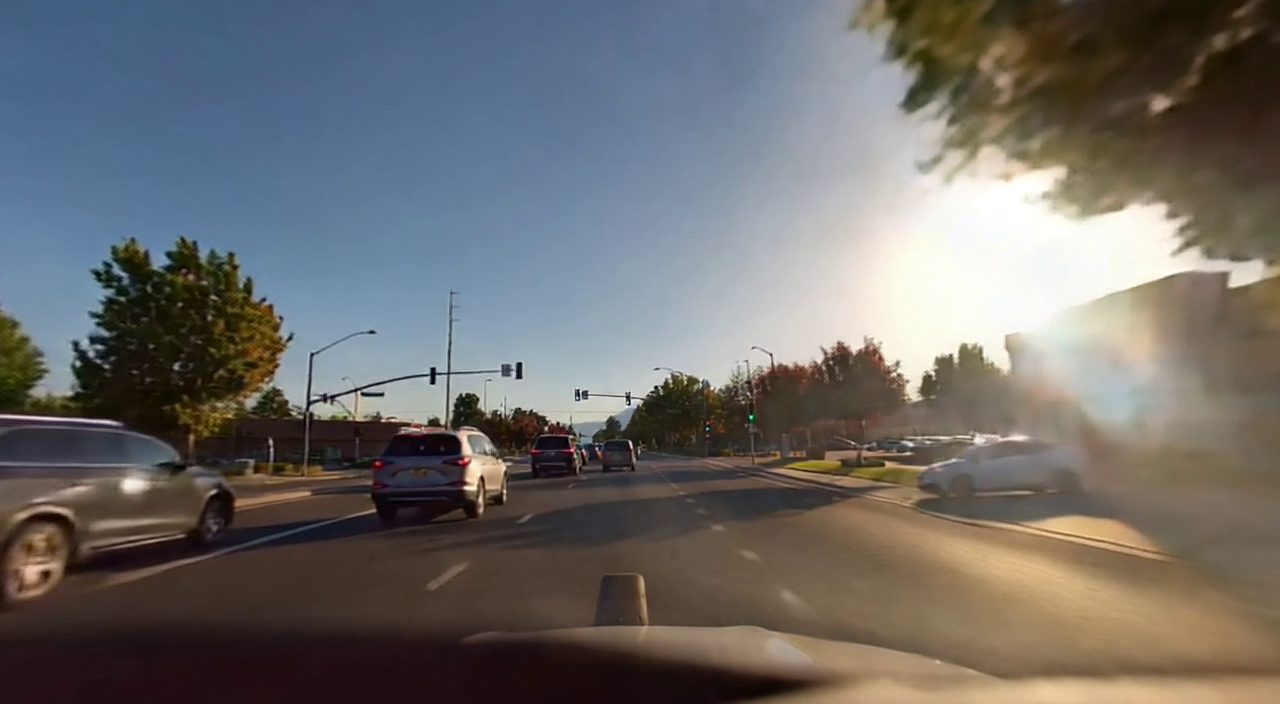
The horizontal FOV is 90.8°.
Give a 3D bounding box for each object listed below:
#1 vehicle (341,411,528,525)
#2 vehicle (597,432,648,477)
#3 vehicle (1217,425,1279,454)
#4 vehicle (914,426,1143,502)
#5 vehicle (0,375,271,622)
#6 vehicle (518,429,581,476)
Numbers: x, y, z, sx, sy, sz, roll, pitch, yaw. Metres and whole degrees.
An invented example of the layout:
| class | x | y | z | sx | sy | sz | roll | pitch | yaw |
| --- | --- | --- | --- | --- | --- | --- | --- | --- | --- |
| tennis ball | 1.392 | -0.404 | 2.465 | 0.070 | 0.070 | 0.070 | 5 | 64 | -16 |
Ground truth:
| class | x | y | z | sx | sy | sz | roll | pitch | yaw |
| --- | --- | --- | --- | --- | --- | --- | --- | --- | --- |
| vehicle | -3.873 | 2.291 | 13.074 | 2.159 | 1.877 | 4.925 | 0 | -8 | 1 |
| vehicle | -0.761 | 4.505 | 27.937 | 2.061 | 1.809 | 4.141 | 0 | -8 | -1 |
| vehicle | 32.346 | 4.408 | 31.923 | 4.438 | 1.423 | 1.897 | 0 | -8 | 0 |
| vehicle | 9.813 | 2.798 | 16.157 | 4.734 | 1.726 | 2.039 | 1 | -8 | -11 |
| vehicle | -5.924 | 1.316 | 6.217 | 2.093 | 1.803 | 4.668 | 0 | -8 | -6 |
| vehicle | -4.153 | 4.749 | 30.111 | 2.252 | 1.999 | 5.605 | 0 | -8 | -1 |
